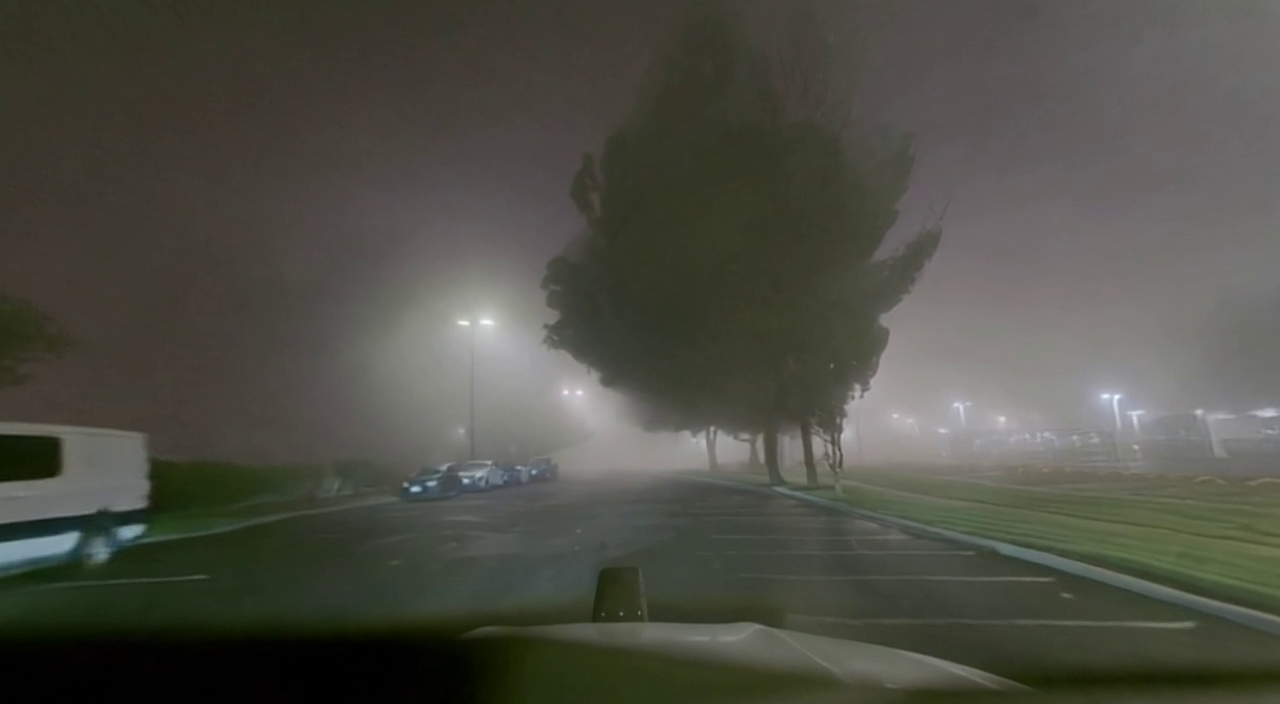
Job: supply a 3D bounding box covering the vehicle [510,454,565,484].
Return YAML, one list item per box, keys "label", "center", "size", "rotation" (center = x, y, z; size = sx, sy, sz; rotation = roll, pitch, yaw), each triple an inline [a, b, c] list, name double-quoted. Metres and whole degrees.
- label: "vehicle"
  center: [-6.407, 7.367, 39.996]
  size: [2.360, 1.741, 4.912]
  rotation: [0, -9, 3]

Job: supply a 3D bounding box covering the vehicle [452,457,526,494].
- label: "vehicle"
  center: [-6.929, 5.719, 29.602]
  size: [2.038, 1.525, 4.383]
  rotation: [0, -9, 5]

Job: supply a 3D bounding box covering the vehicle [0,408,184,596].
- label: "vehicle"
  center: [-8.798, 1.756, 7.410]
  size: [2.433, 2.193, 5.547]
  rotation: [0, -9, 4]

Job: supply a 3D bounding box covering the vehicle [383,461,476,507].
- label: "vehicle"
  center: [-7.686, 4.830, 23.406]
  size: [1.938, 1.191, 3.630]
  rotation: [-7, -8, 3]
